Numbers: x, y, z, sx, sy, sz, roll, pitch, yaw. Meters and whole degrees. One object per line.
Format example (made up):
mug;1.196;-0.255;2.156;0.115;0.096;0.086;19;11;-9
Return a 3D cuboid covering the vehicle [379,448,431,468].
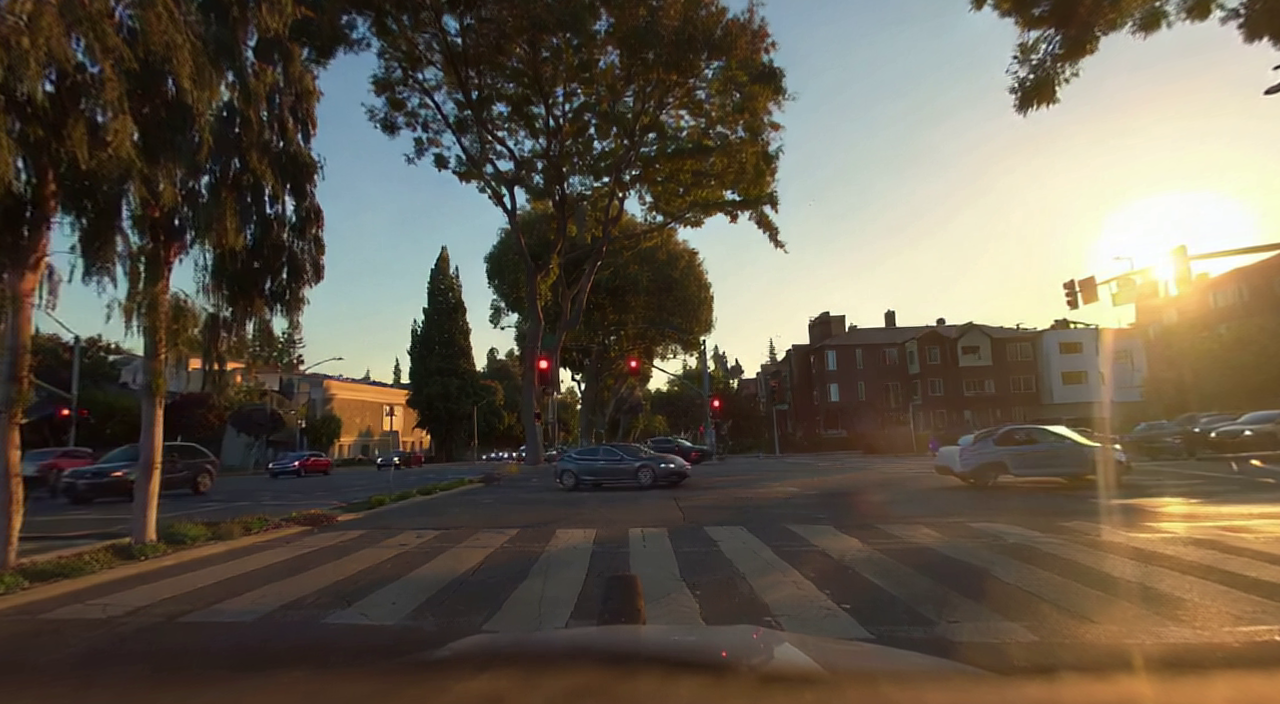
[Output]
vehicle;-18.516;8.358;49.761;2.203;1.471;4.723;0;-8;1

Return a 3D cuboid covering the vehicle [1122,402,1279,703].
vehicle;3.093;0.656;0.425;1.990;1.454;4.490;0;-8;1

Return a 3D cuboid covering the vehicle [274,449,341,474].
vehicle;-21.781;7.175;41.343;1.853;1.456;4.531;0;-8;0

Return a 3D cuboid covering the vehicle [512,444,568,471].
vehicle;-6.010;6.202;37.214;2.006;1.515;5.017;4;-9;-24

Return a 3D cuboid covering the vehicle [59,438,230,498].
vehicle;-15.651;3.646;20.214;1.944;1.683;4.343;0;-8;-1

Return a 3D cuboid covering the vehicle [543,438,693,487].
vehicle;-0.794;3.656;21.103;4.719;1.449;2.026;-6;-10;34

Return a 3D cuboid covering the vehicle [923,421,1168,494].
vehicle;10.068;2.661;16.025;4.759;1.670;1.972;-1;-9;9
